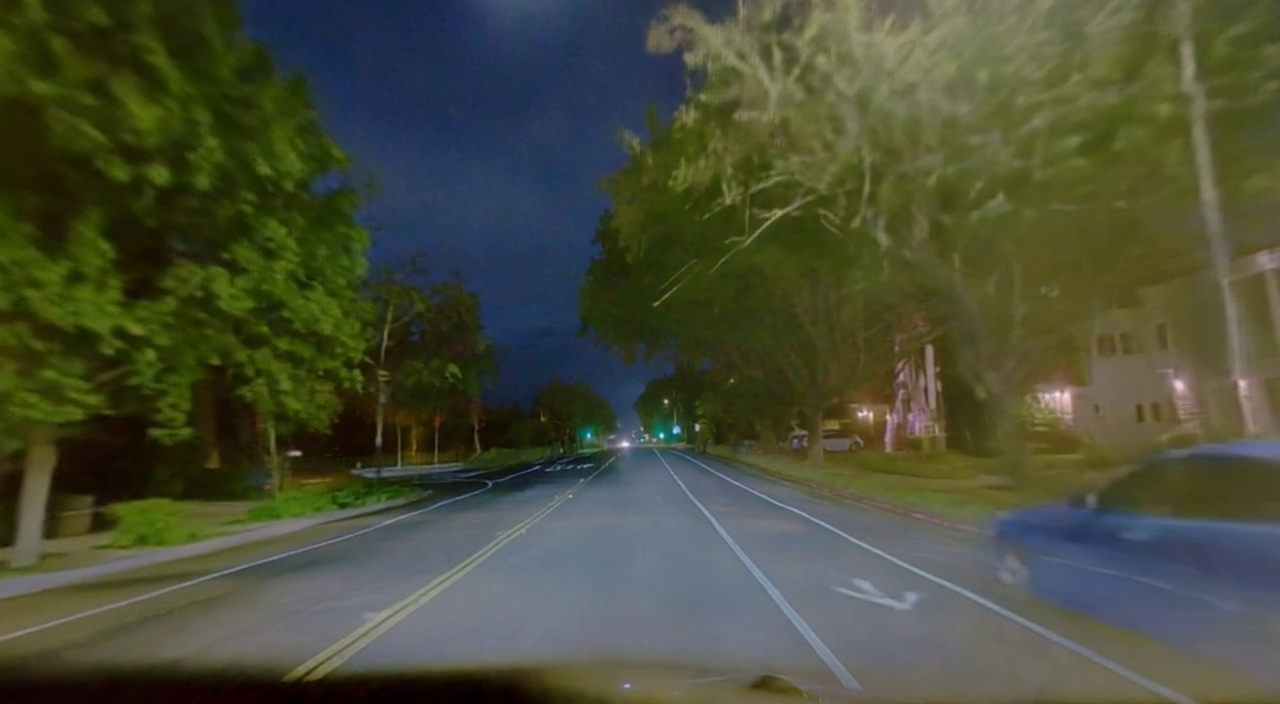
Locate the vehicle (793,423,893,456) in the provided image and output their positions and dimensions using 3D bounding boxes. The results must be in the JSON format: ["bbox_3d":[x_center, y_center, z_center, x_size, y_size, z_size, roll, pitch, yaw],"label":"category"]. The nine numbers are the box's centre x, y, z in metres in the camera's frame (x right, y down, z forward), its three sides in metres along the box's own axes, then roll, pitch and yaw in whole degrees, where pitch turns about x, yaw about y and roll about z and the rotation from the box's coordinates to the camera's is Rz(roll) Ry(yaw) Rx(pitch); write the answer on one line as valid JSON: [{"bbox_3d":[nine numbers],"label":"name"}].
[{"bbox_3d":[10.878,4.817,34.271,1.904,1.626,5.012,6,-11,-31],"label":"vehicle"}]

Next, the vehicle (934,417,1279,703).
[{"bbox_3d":[3.750,1.154,3.616,1.961,1.472,4.434,0,-8,0],"label":"vehicle"}]
